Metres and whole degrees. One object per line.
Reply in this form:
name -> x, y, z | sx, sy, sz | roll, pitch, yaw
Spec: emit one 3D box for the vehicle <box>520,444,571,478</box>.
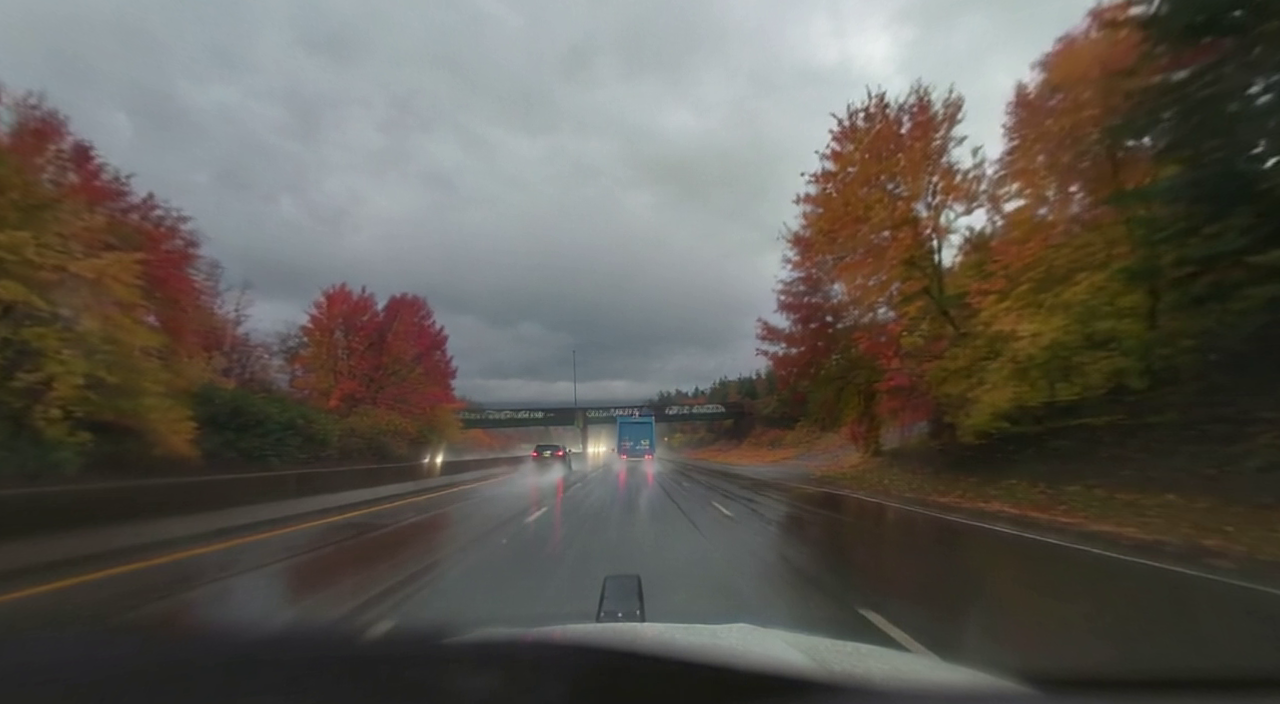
vehicle -> -4.423, 5.160, 29.932 | 1.892, 1.529, 3.996 | 0, -9, -1
